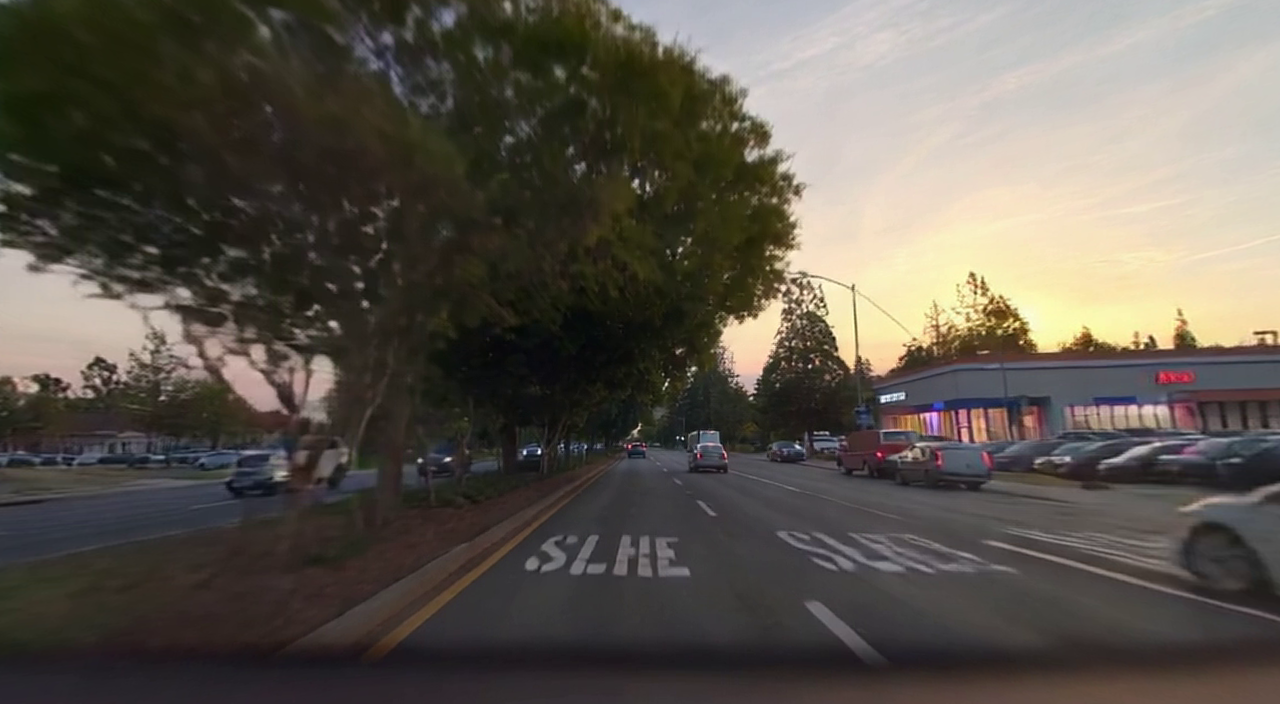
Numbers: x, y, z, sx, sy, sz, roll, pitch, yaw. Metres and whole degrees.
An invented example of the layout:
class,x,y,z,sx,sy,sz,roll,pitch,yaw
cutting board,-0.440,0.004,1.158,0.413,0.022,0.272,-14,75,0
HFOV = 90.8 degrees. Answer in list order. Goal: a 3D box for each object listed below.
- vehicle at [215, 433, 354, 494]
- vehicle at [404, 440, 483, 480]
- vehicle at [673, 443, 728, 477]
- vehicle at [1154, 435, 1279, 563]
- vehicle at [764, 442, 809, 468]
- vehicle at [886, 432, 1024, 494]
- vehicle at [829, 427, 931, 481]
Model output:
class,x,y,z,sx,sy,sz,roll,pitch,yaw
vehicle,-11.788,3.710,21.415,2.040,1.823,4.600,0,-9,0
vehicle,-8.594,4.747,28.083,2.023,1.579,4.526,0,-9,0
vehicle,2.720,4.999,29.502,2.099,1.463,4.365,0,-8,-1
vehicle,8.469,1.628,6.803,1.924,1.488,4.687,0,-9,0
vehicle,10.298,7.255,44.679,1.987,1.746,4.569,0,-9,-1
vehicle,10.295,3.660,21.218,2.045,1.831,5.000,0,-9,0
vehicle,10.298,4.457,27.748,2.154,2.099,5.756,0,-9,-1
